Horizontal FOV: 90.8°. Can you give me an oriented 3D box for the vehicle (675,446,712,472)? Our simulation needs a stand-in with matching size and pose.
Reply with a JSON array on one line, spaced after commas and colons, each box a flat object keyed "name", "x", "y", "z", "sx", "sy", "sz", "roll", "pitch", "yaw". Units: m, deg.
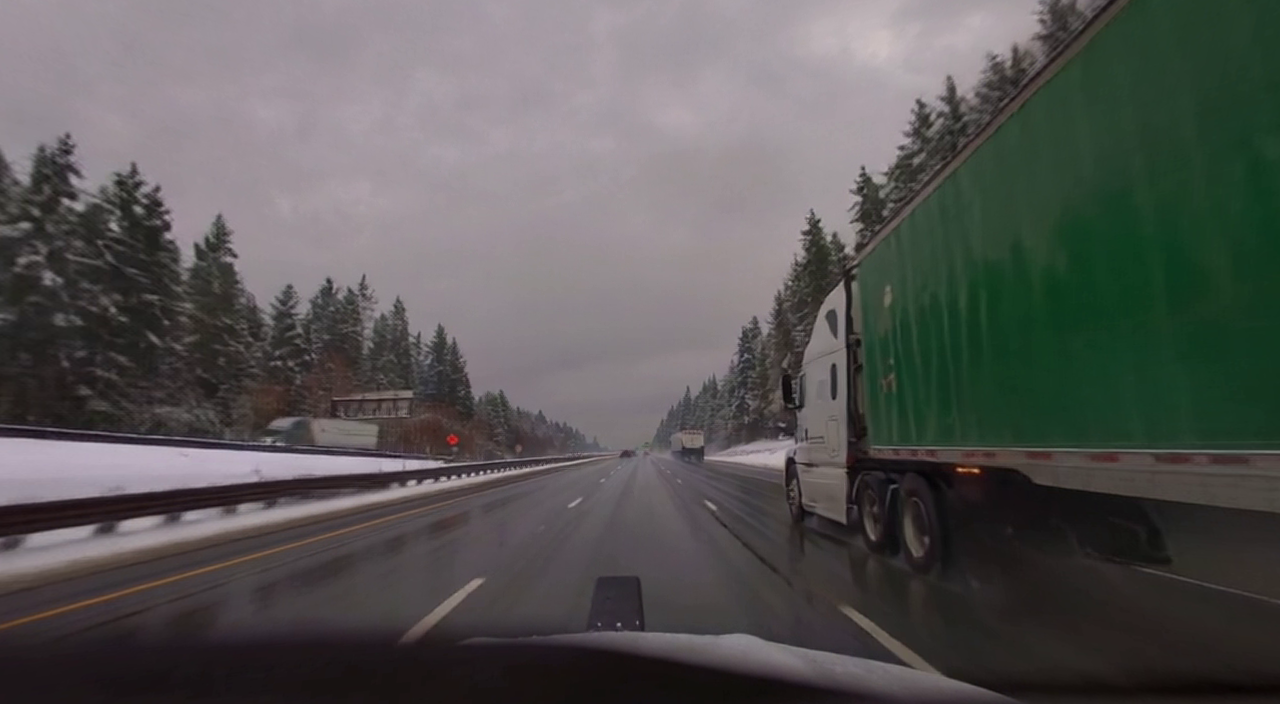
[{"name": "vehicle", "x": 3.457, "y": 6.933, "z": 41.137, "sx": 2.019, "sy": 1.601, "sz": 3.953, "roll": 0, "pitch": -9, "yaw": 0}]

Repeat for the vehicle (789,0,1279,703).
[{"name": "vehicle", "x": 4.591, "y": -0.359, "z": 3.699, "sx": 3.115, "sy": 4.407, "sz": 17.026, "roll": 0, "pitch": -9, "yaw": -1}]
